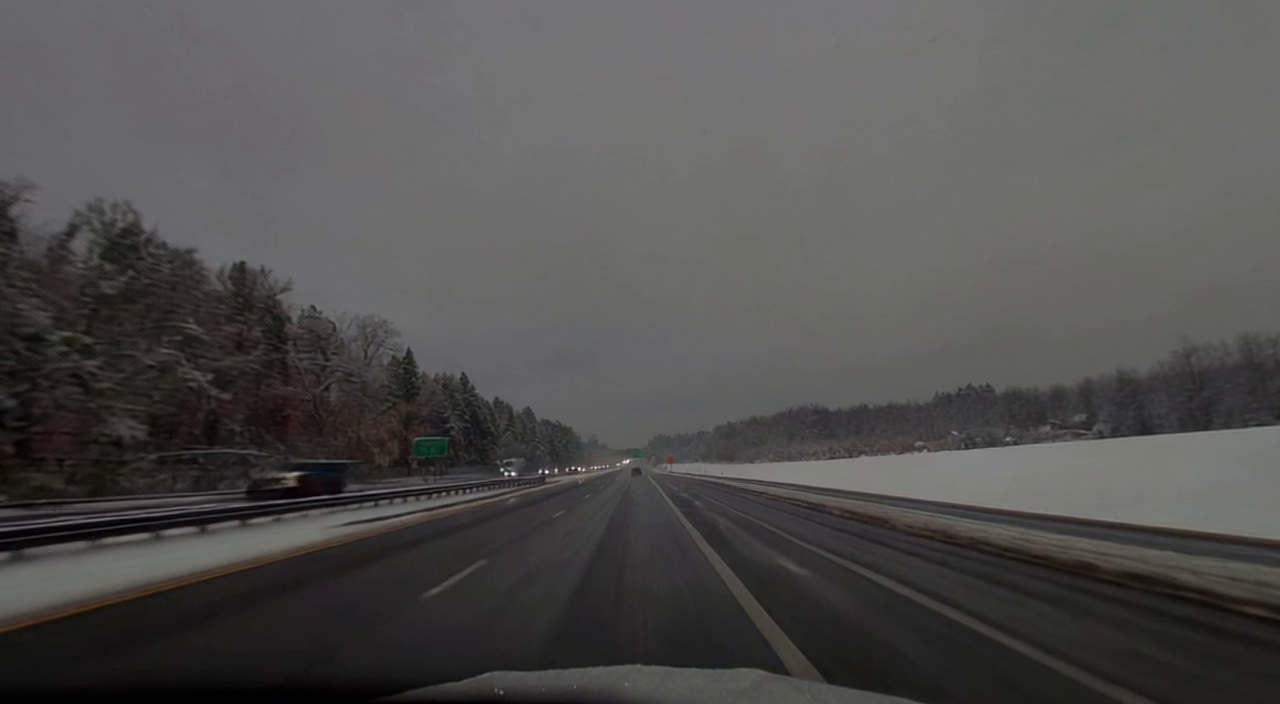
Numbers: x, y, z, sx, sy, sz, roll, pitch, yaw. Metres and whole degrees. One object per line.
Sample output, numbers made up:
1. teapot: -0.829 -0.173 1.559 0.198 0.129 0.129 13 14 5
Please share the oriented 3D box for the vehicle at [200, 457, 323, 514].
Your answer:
1. vehicle: -12.314 4.370 20.822 1.680 1.675 3.717 1 -11 0
